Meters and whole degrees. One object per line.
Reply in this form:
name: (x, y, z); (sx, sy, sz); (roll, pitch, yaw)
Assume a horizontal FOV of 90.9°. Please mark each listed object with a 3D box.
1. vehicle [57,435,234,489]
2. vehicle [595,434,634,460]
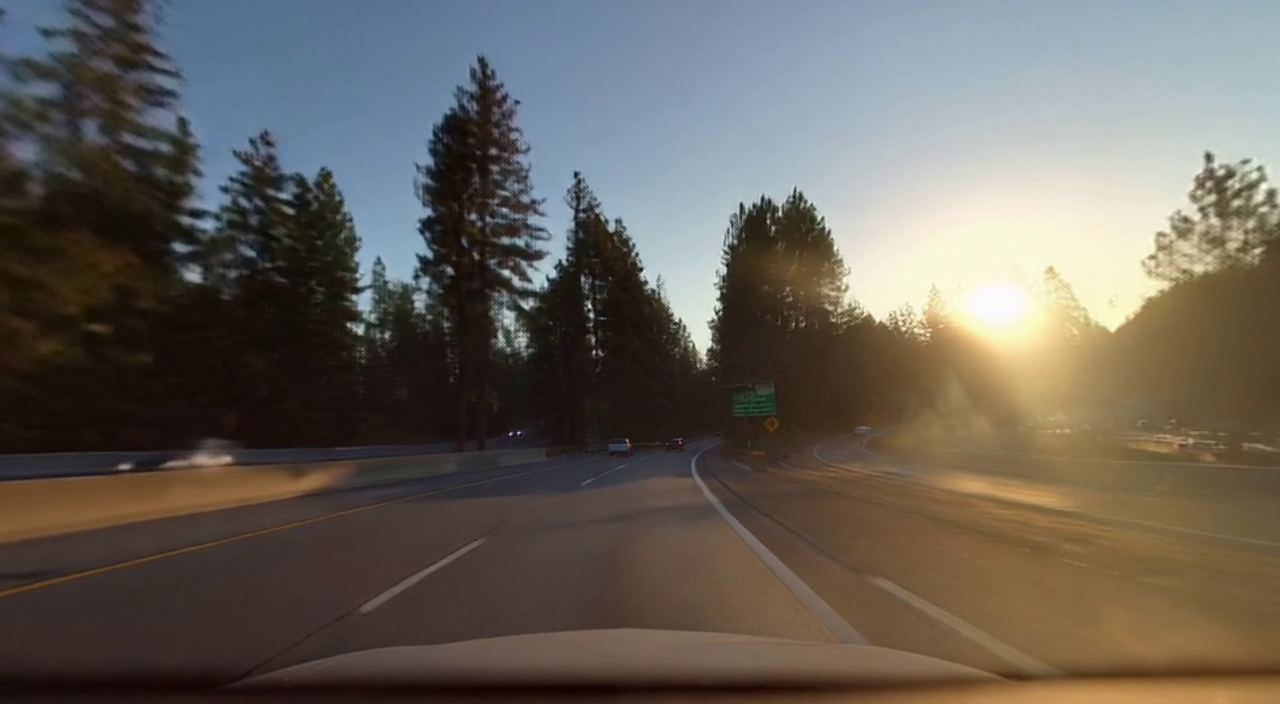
vehicle: (-16.111, 3.592, 20.939); (2.036, 1.554, 4.510); (-1, -8, 3)
vehicle: (-1.719, 6.678, 44.395); (2.129, 1.742, 4.217); (-1, -8, 6)
